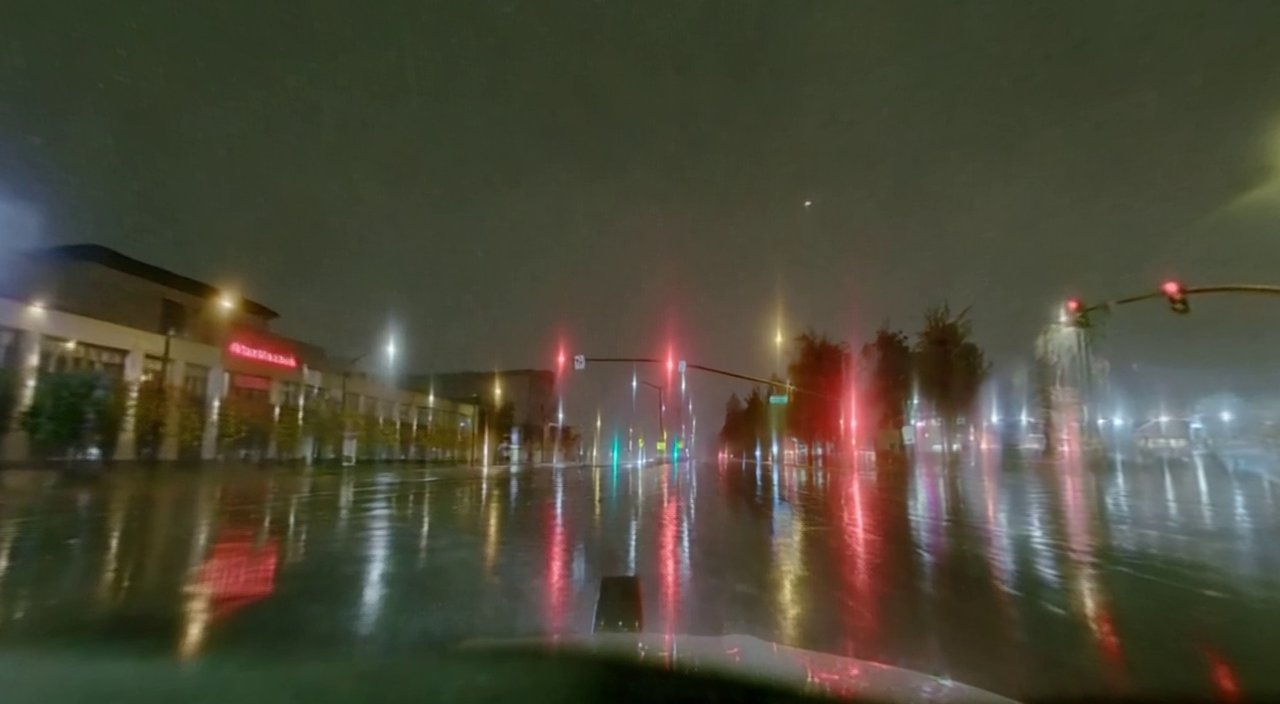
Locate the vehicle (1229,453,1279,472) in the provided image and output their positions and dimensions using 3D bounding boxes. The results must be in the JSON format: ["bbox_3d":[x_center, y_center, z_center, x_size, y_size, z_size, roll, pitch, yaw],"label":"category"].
[{"bbox_3d":[48.631,8.637,49.473,4.341,1.400,1.849,4,-10,-27],"label":"vehicle"}]
